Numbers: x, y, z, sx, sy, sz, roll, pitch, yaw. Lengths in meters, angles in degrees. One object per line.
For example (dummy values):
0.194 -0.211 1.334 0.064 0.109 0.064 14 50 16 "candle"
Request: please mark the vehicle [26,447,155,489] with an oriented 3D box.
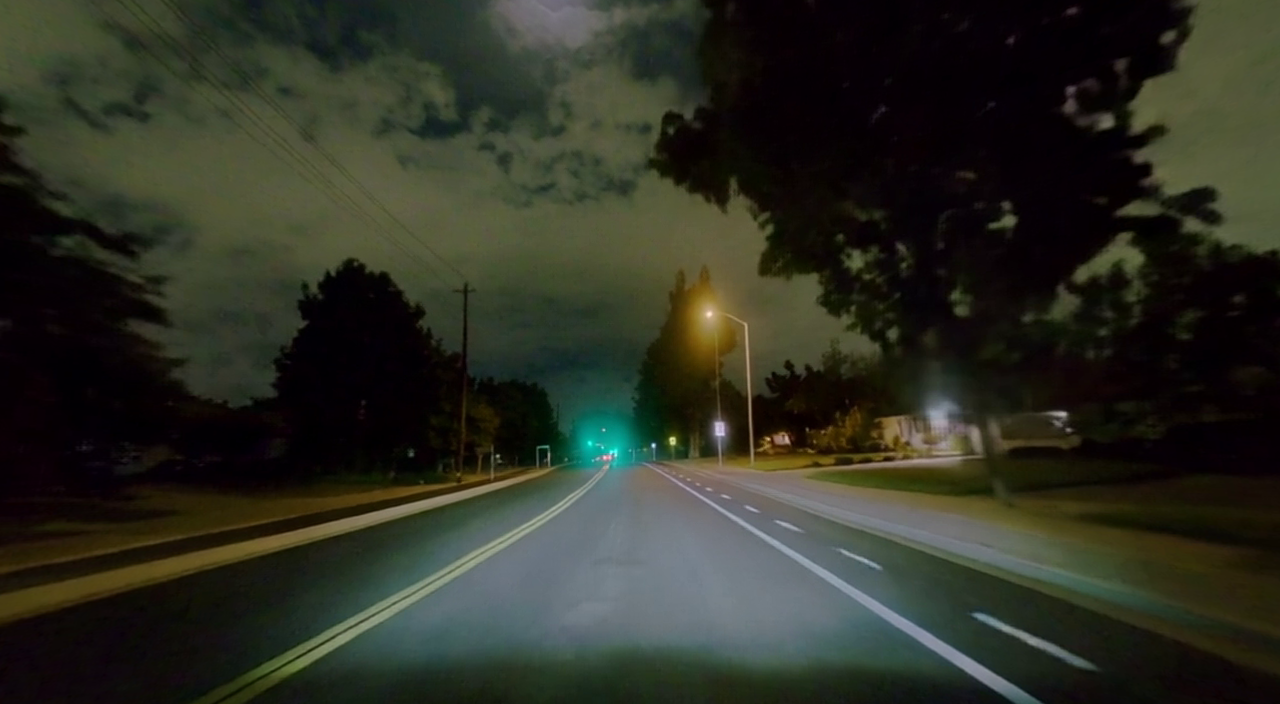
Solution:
-22.975 4.820 26.547 1.788 1.583 3.789 -1 -8 5 "vehicle"
